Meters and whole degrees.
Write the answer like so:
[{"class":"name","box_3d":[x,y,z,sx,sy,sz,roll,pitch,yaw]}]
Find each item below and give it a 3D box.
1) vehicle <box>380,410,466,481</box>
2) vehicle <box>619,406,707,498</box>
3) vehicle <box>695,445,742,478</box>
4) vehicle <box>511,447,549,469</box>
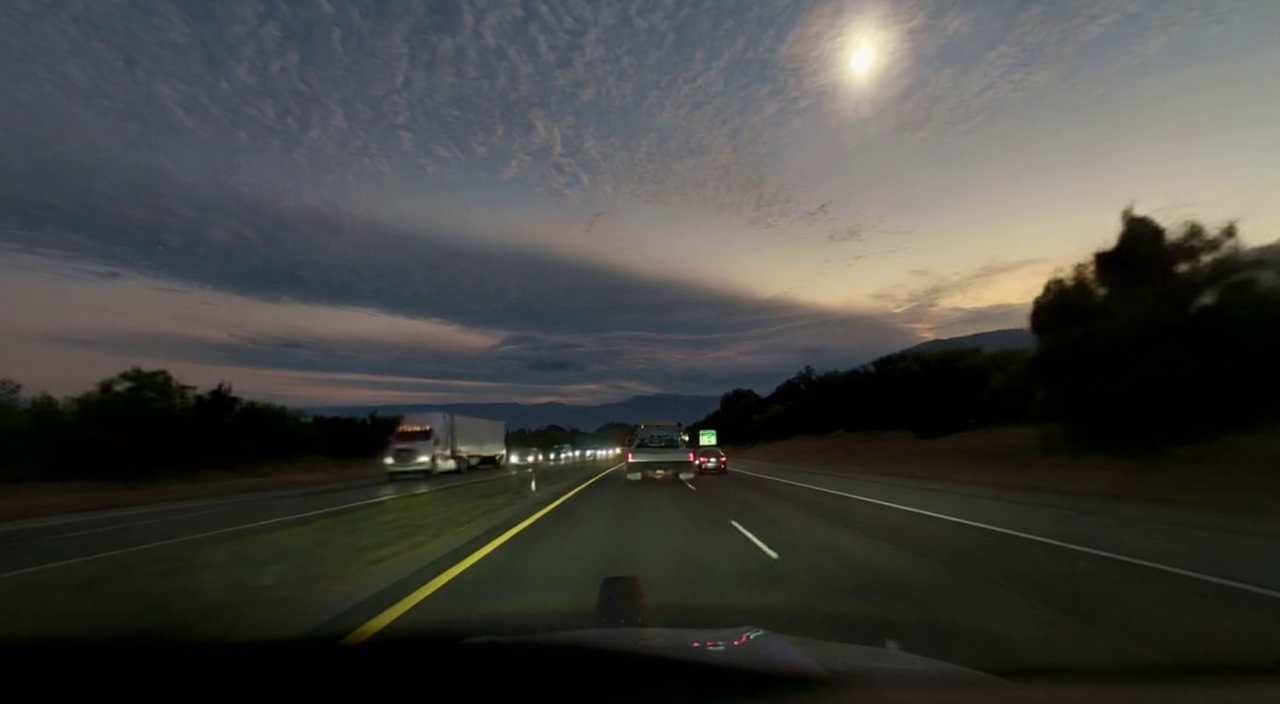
[{"class":"vehicle","box_3d":[-13.016,5.697,38.410,3.018,3.955,5.802,0,-9,1]},{"class":"vehicle","box_3d":[0.547,3.155,20.073,2.423,2.517,5.055,0,-9,-2]},{"class":"vehicle","box_3d":[3.696,5.214,30.240,1.654,1.441,4.066,0,-9,-1]},{"class":"vehicle","box_3d":[-8.563,8.294,49.504,2.051,1.586,4.739,-1,-9,2]}]
